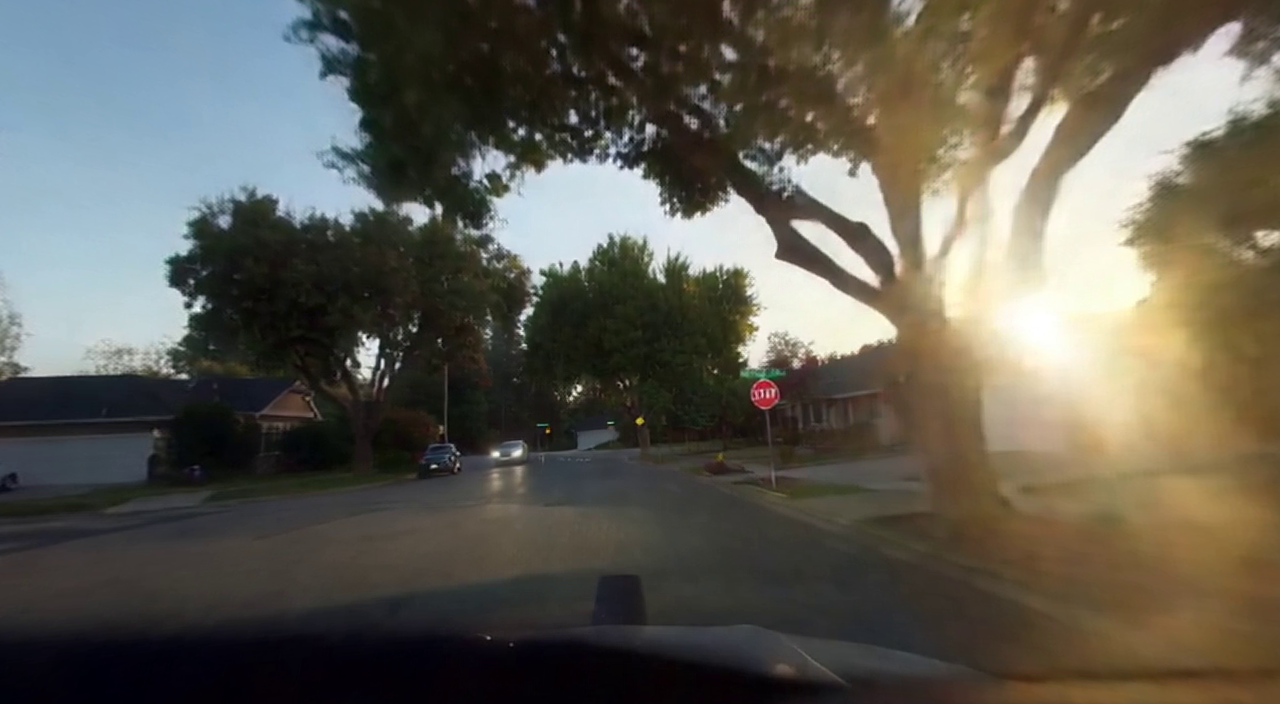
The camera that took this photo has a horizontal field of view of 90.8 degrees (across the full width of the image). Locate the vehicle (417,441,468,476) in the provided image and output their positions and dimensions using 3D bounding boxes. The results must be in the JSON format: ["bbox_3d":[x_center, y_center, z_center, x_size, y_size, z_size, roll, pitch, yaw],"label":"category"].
[{"bbox_3d":[-10.094,5.475,32.633,1.994,1.656,4.334,1,-9,-11],"label":"vehicle"}]

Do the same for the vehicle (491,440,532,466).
[{"bbox_3d":[-7.950,6.279,39.518,2.146,1.506,4.885,1,-9,-8],"label":"vehicle"}]
